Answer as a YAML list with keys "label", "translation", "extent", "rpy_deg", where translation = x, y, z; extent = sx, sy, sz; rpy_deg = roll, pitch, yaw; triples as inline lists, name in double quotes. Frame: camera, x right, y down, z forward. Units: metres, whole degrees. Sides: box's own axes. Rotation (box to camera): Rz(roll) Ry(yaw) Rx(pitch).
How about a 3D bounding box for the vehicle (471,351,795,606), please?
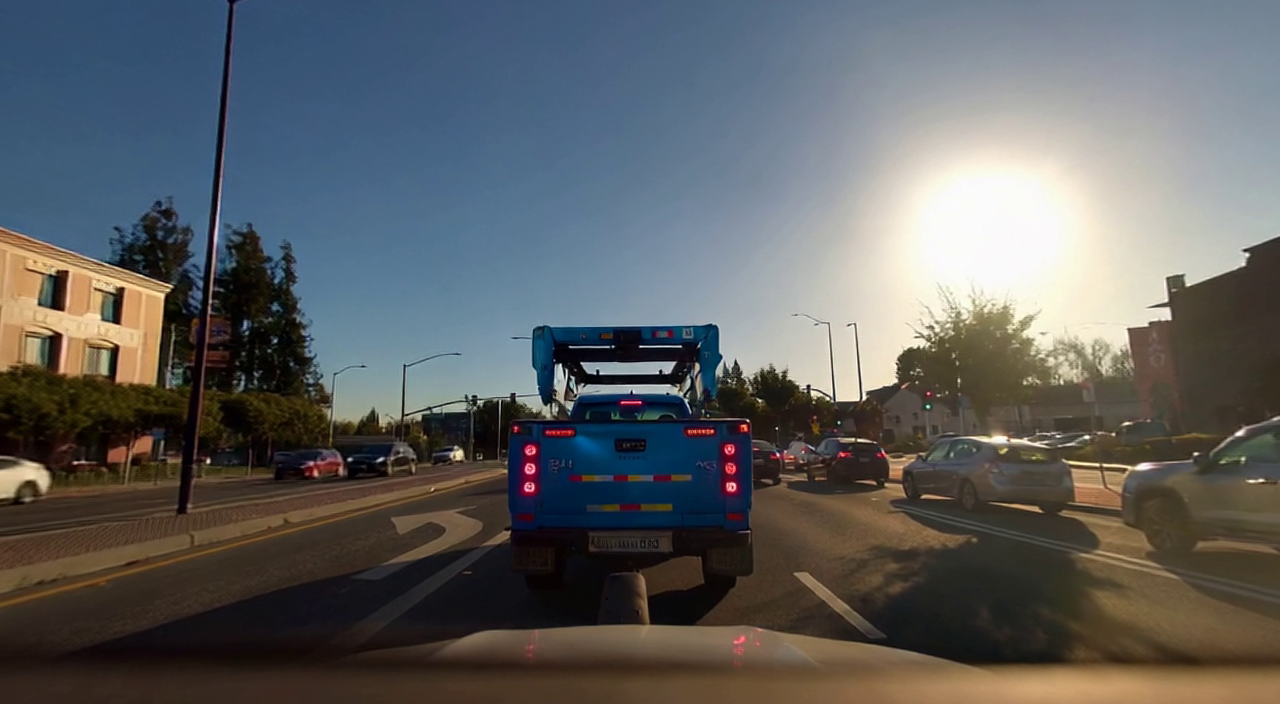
- label: "vehicle"
  translation: [-0.106, 1.464, 8.198]
  extent: [2.682, 2.117, 5.706]
  rpy_deg: [0, -9, -1]

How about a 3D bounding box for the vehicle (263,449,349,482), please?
- label: "vehicle"
  translation: [-16.052, 5.455, 30.622]
  extent: [1.805, 1.466, 4.341]
  rpy_deg: [0, -9, 0]

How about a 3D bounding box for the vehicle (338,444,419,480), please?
- label: "vehicle"
  translation: [-12.457, 5.230, 30.437]
  extent: [1.928, 1.591, 4.509]
  rpy_deg: [0, -9, 0]

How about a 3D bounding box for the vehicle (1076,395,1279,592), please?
- label: "vehicle"
  translation: [6.815, 1.329, 6.044]
  extent: [2.023, 1.771, 4.488]
  rpy_deg: [0, -9, 0]

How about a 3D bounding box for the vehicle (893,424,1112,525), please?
- label: "vehicle"
  translation: [7.067, 2.413, 12.981]
  extent: [1.931, 1.692, 4.267]
  rpy_deg: [0, -9, 0]

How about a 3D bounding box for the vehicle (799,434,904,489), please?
- label: "vehicle"
  translation: [7.062, 3.700, 21.613]
  extent: [1.953, 1.665, 4.327]
  rpy_deg: [0, -9, -2]
